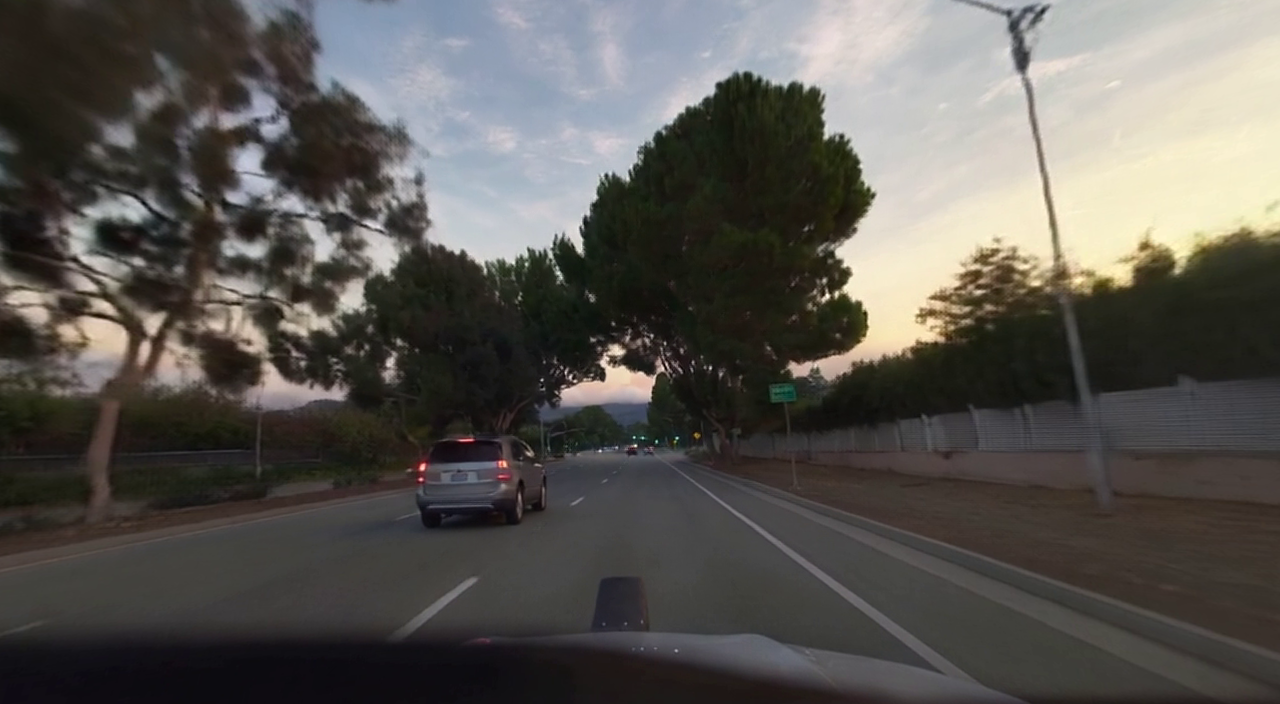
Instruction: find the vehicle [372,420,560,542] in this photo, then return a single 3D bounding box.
[{"bbox_3d":[-2.987,2.335,12.120,2.160,1.855,4.695,0,-8,1],"label":"vehicle"}]
